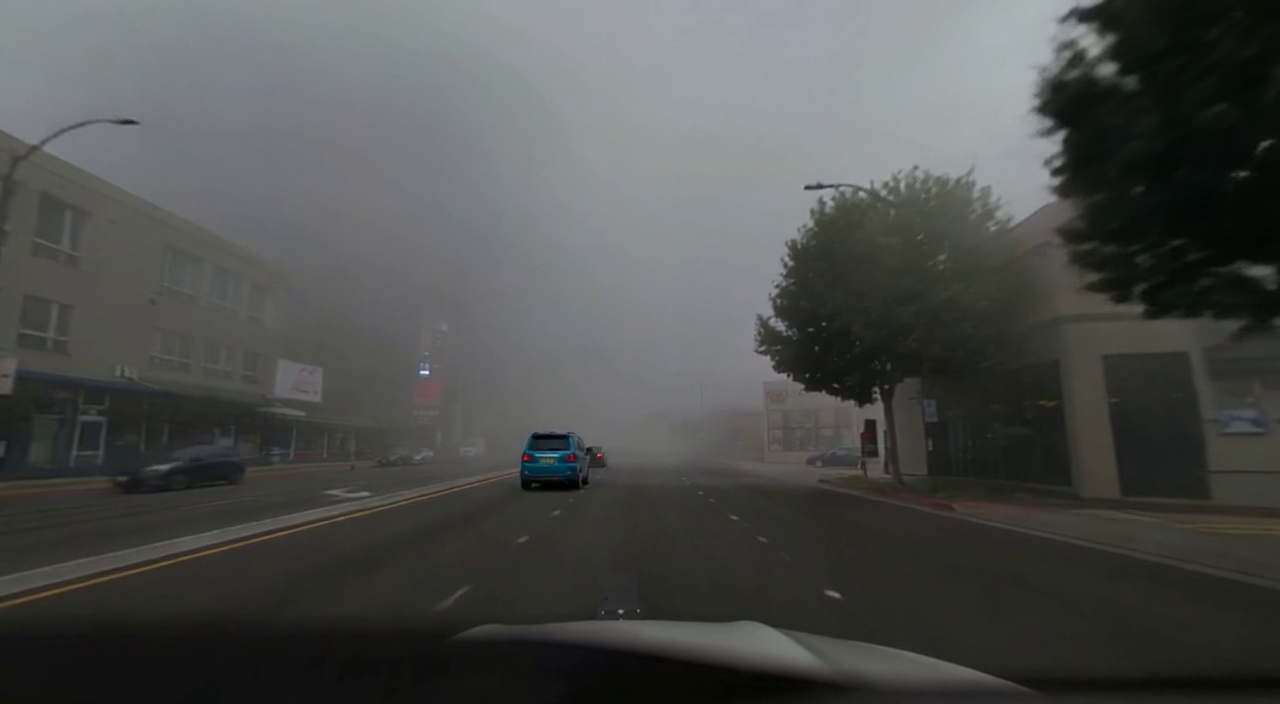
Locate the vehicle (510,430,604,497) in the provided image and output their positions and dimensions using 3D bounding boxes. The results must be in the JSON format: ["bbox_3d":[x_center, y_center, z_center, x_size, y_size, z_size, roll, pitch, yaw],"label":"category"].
[{"bbox_3d":[-2.272,3.185,18.266,2.080,1.722,3.766,0,-9,2],"label":"vehicle"}]

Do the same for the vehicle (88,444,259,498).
[{"bbox_3d":[-14.498,3.687,19.966,1.909,1.490,4.531,0,-9,1],"label":"vehicle"}]

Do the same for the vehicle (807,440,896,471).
[{"bbox_3d":[14.863,7.319,44.651,2.589,1.989,5.779,4,-10,-26],"label":"vehicle"}]

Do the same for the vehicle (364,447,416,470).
[{"bbox_3d":[-17.756,7.563,44.929,1.852,1.481,4.660,0,-9,-1],"label":"vehicle"}]
